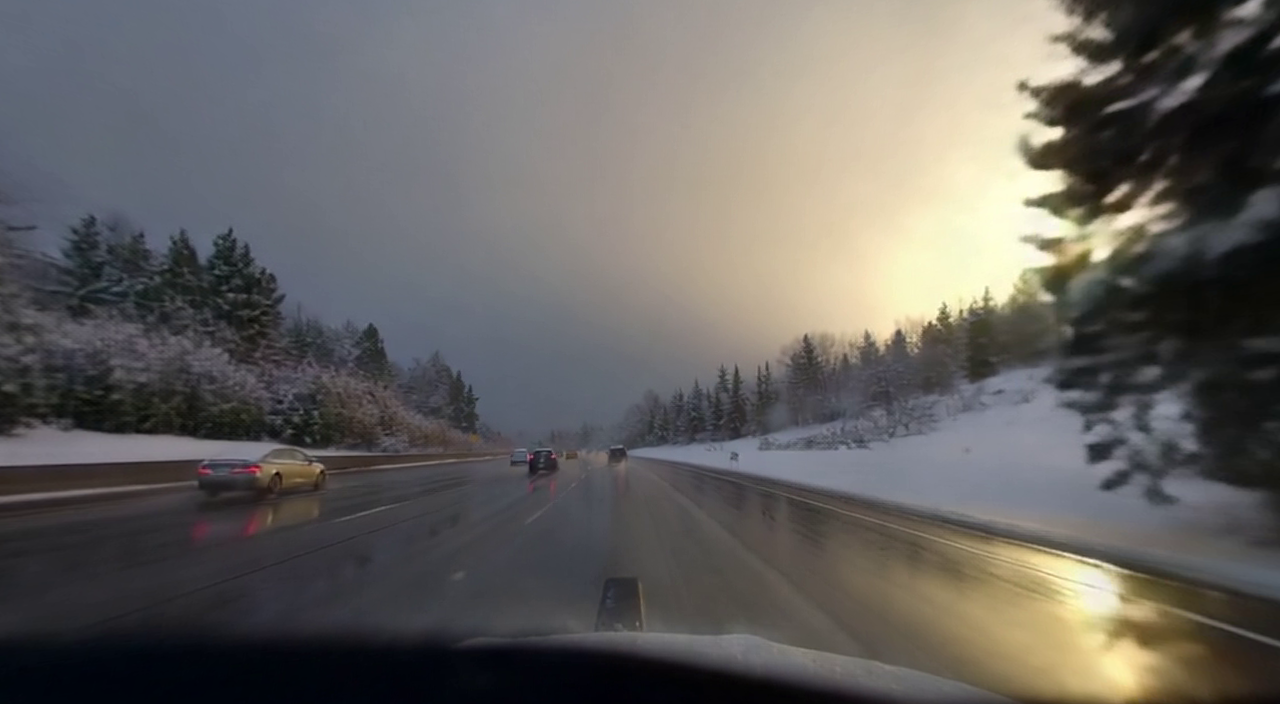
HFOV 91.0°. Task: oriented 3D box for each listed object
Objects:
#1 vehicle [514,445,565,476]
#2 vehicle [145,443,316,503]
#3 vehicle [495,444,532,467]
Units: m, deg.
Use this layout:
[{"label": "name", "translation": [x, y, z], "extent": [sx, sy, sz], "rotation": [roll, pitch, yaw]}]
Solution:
[{"label": "vehicle", "translation": [-5.077, 5.556, 32.323], "extent": [2.120, 1.458, 4.031], "rotation": [0, -9, -3]}, {"label": "vehicle", "translation": [-11.582, 3.431, 18.322], "extent": [1.960, 1.487, 4.593], "rotation": [0, -9, -1]}, {"label": "vehicle", "translation": [-9.406, 7.691, 47.033], "extent": [2.015, 1.608, 4.294], "rotation": [0, -9, -2]}]
